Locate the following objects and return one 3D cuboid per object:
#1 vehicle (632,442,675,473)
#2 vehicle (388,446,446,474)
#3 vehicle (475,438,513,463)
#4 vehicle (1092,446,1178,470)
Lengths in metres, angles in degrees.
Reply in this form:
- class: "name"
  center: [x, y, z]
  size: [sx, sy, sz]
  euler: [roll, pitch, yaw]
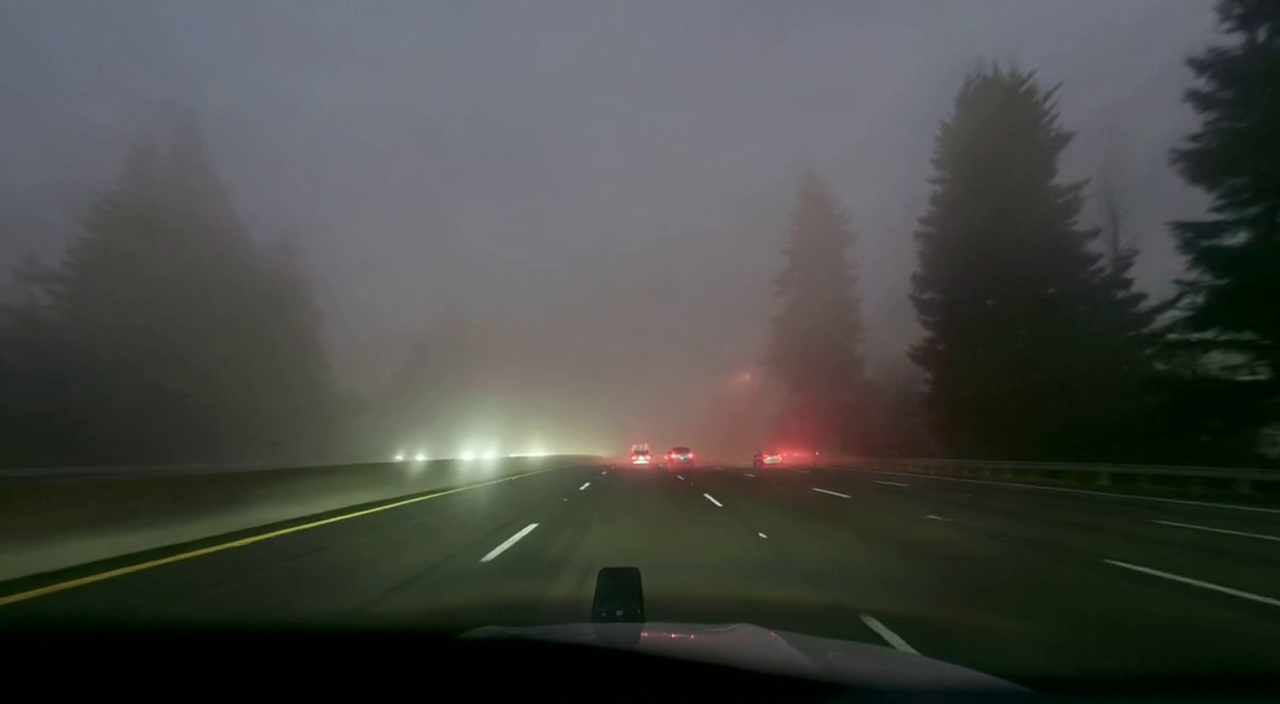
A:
- class: "vehicle"
  center: [0.719, 6.144, 36.924]
  size: [2.124, 1.673, 4.545]
  euler: [1, -9, -4]
- class: "vehicle"
  center: [-14.409, 6.971, 41.089]
  size: [1.945, 1.685, 4.730]
  euler: [0, -8, 1]
- class: "vehicle"
  center: [-9.882, 6.673, 43.110]
  size: [1.853, 1.600, 4.030]
  euler: [1, -8, -3]
- class: "vehicle"
  center: [32.270, 6.907, 41.345]
  size: [1.886, 1.450, 4.349]
  euler: [1, -9, -4]
